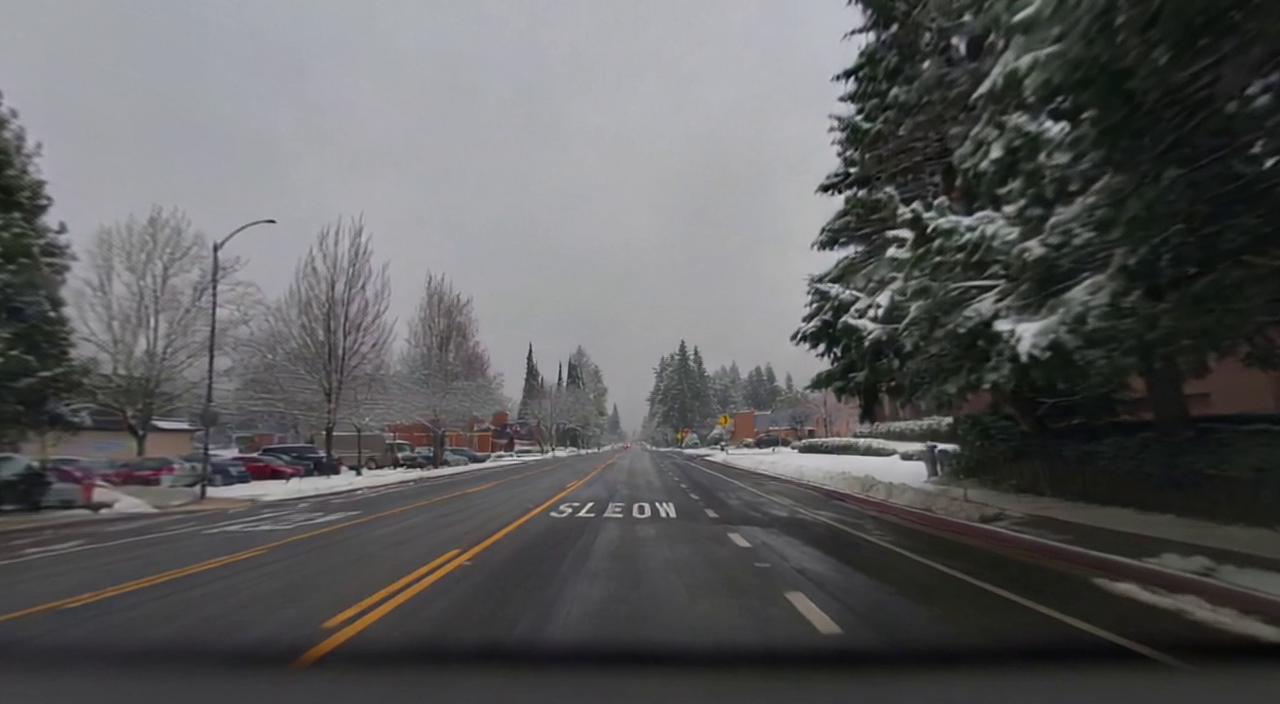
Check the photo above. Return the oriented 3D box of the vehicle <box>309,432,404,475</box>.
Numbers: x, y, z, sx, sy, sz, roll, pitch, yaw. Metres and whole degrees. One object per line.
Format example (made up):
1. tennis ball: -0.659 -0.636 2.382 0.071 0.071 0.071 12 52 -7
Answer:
1. vehicle: -19.455 6.923 43.295 5.971 2.749 2.293 -3 -9 22

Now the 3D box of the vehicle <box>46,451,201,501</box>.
1. vehicle: -19.272 4.569 23.630 4.752 1.690 1.990 -2 -9 16
